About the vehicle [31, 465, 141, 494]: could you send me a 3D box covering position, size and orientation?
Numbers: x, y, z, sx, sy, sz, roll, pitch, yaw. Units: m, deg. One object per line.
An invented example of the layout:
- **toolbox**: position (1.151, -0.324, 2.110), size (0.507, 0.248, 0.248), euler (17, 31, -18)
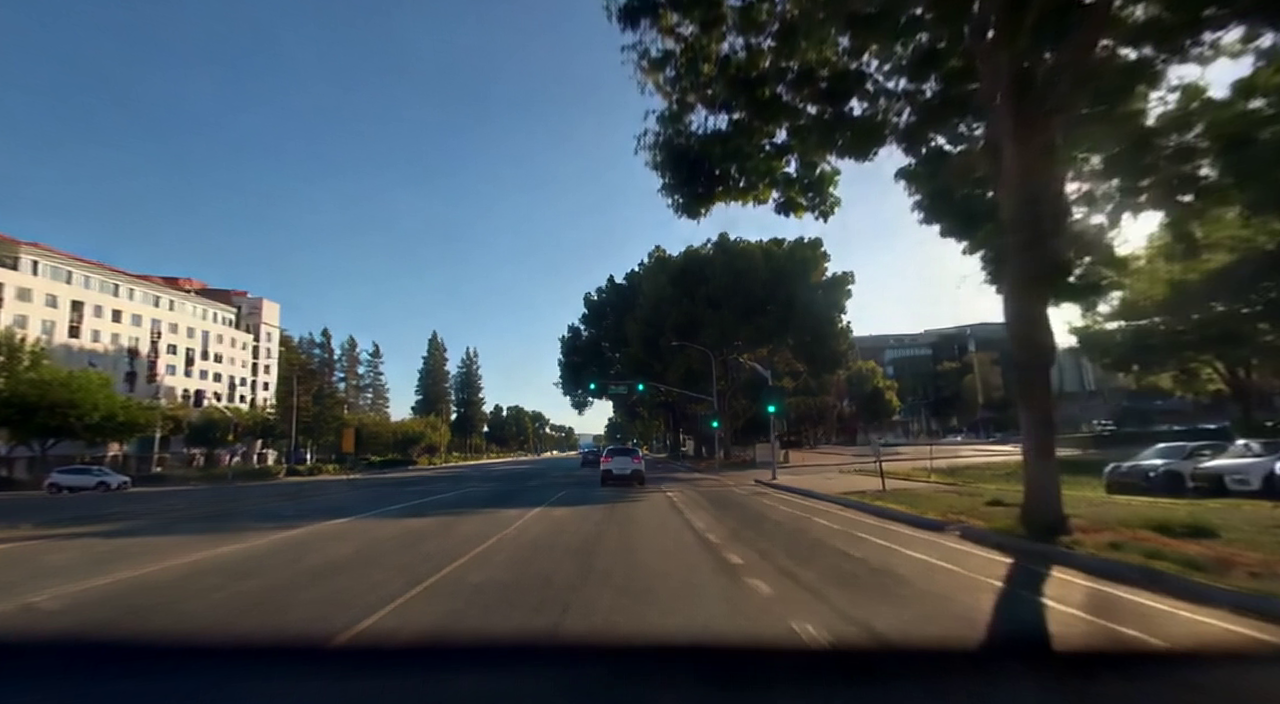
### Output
- **vehicle**: position (-34.996, 8.047, 39.986), size (4.884, 1.736, 2.049), euler (0, -9, -1)

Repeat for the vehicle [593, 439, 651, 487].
- **vehicle**: position (-0.700, 4.403, 25.325), size (2.130, 1.711, 4.038), euler (0, -9, -1)

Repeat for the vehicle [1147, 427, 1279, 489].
- **vehicle**: position (16.888, 2.879, 17.317), size (4.129, 1.569, 2.103), euler (0, -9, 0)
